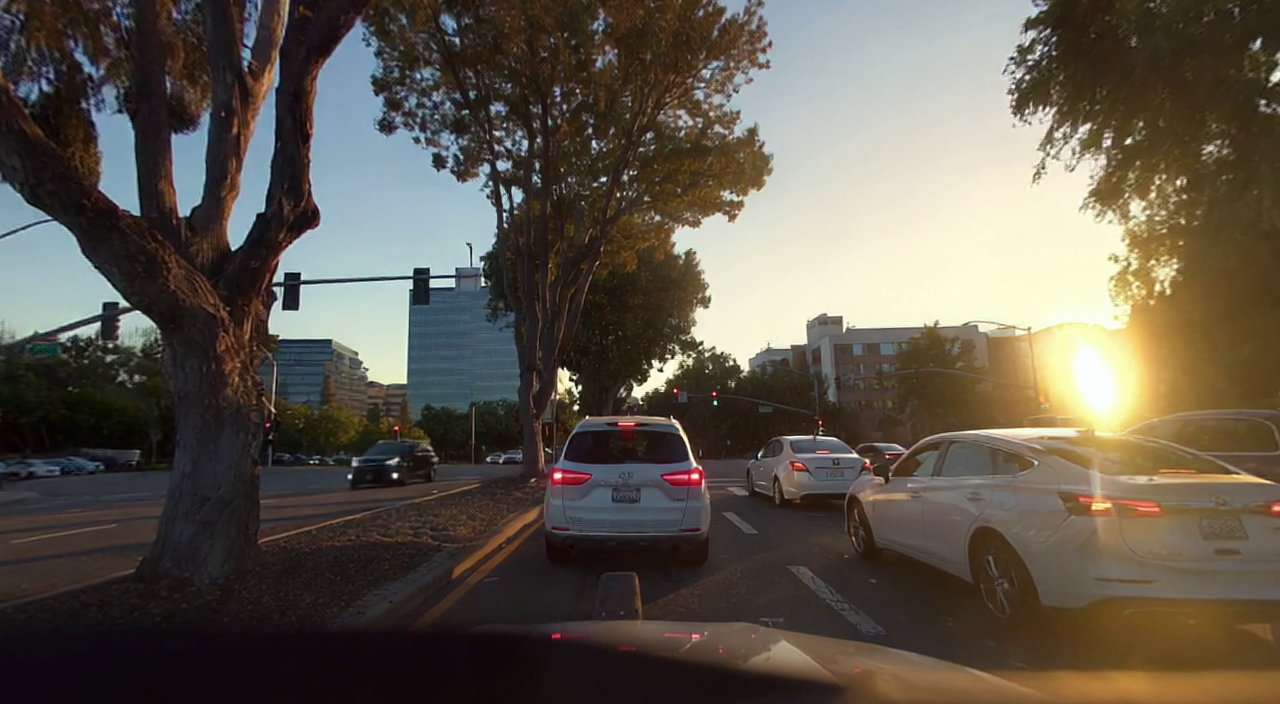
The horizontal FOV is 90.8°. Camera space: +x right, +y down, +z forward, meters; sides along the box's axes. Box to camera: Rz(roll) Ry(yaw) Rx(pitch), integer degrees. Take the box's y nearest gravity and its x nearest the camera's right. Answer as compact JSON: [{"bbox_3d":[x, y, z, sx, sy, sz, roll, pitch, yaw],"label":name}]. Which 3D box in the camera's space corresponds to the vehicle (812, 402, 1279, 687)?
[{"bbox_3d":[3.367,1.421,5.958,2.034,1.558,4.774,0,-9,-1],"label":"vehicle"}]

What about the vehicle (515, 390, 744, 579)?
[{"bbox_3d":[-0.213,1.620,8.430,2.236,1.827,4.316,1,-9,-3],"label":"vehicle"}]

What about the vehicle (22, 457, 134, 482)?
[{"bbox_3d":[-35.089,7.343,39.586,4.845,1.442,1.880,2,-9,-13],"label":"vehicle"}]

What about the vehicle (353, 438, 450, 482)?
[{"bbox_3d":[-11.071,5.059,29.976,2.204,1.848,6.047,0,-9,1],"label":"vehicle"}]
